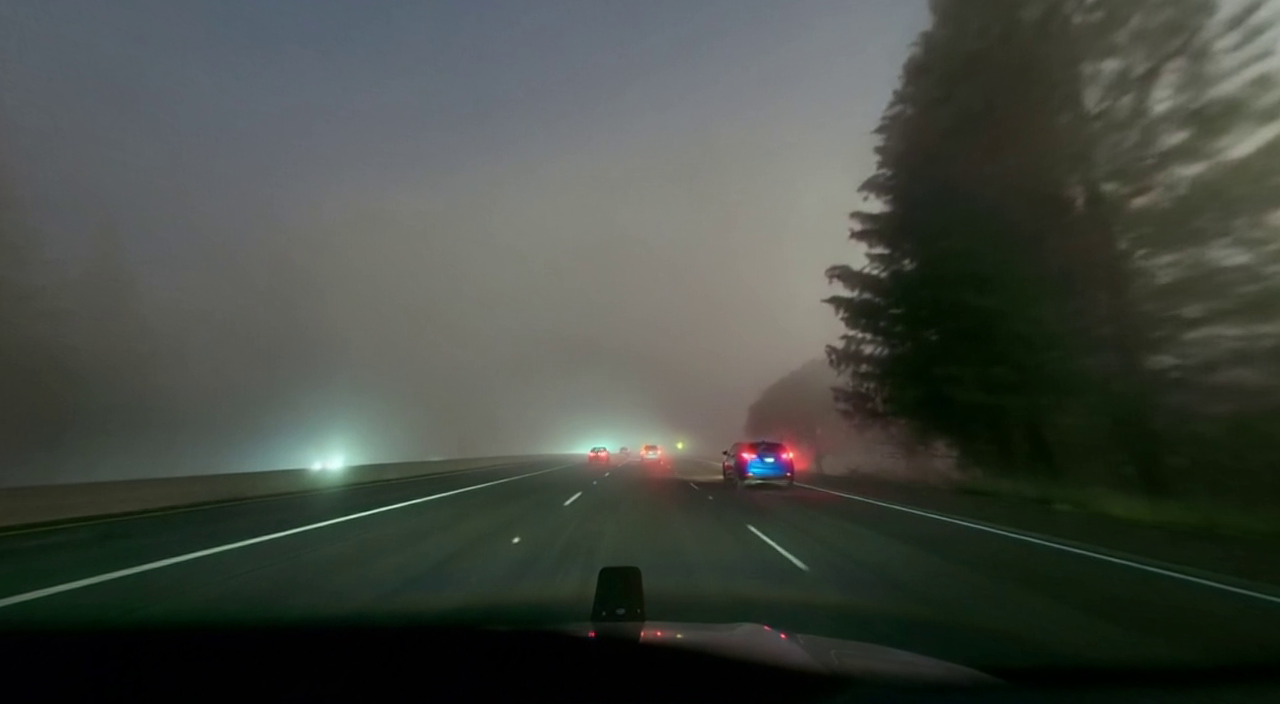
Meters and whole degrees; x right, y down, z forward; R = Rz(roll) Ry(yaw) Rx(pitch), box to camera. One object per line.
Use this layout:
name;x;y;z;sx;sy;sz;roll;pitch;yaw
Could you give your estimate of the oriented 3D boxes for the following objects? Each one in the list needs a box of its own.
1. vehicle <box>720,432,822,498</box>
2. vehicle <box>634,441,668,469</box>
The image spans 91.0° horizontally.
vehicle;3.754;3.332;18.907;2.082;1.720;4.393;0;-9;0
vehicle;0.711;7.142;43.760;2.205;1.785;4.423;0;-9;0
